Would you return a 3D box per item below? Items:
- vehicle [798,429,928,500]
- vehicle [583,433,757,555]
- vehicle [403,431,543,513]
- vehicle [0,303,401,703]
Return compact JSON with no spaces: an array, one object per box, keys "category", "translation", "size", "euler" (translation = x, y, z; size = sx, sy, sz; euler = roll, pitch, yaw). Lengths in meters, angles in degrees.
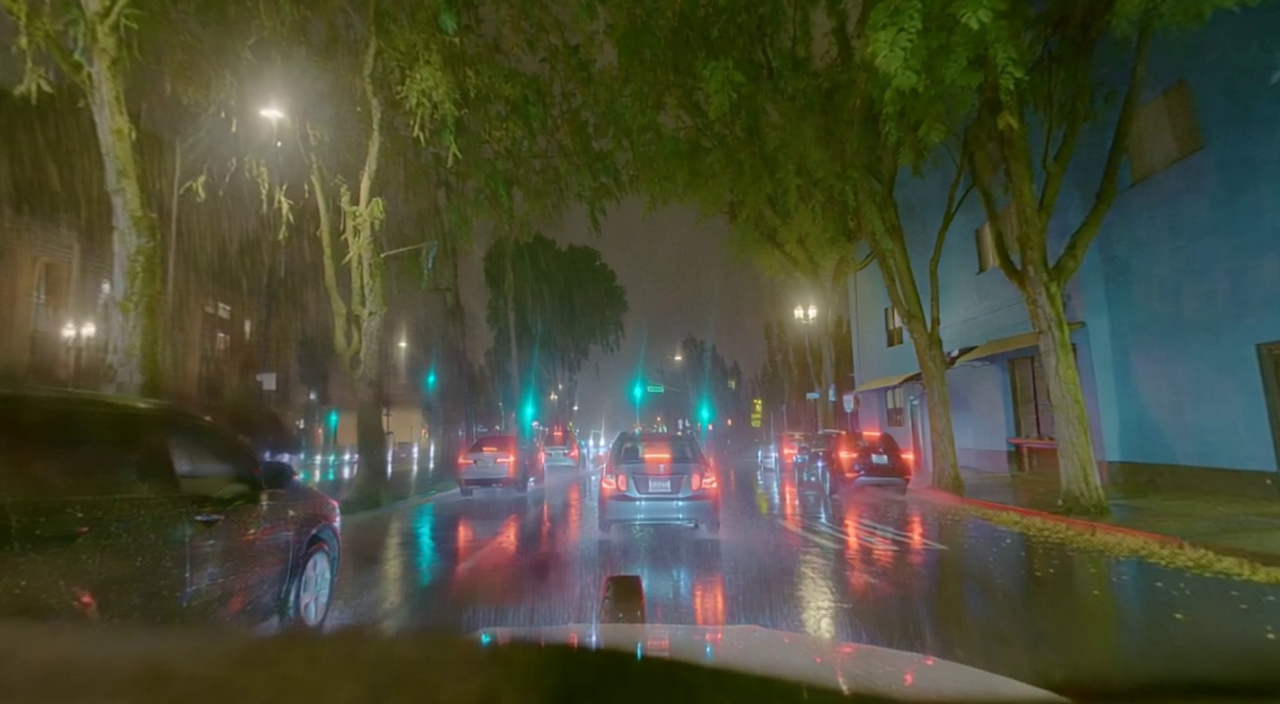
[{"category":"vehicle","translation":[6.346,3.251,18.681],"size":[2.025,1.808,4.579],"euler":[0,-9,-2]},{"category":"vehicle","translation":[0.271,1.997,9.584],"size":[2.095,1.438,3.843],"euler":[0,-9,-3]},{"category":"vehicle","translation":[-3.508,2.617,14.248],"size":[1.901,1.522,4.556],"euler":[0,-9,0]},{"category":"vehicle","translation":[-3.267,0.934,3.394],"size":[2.152,1.802,4.628],"euler":[0,-9,0]}]
